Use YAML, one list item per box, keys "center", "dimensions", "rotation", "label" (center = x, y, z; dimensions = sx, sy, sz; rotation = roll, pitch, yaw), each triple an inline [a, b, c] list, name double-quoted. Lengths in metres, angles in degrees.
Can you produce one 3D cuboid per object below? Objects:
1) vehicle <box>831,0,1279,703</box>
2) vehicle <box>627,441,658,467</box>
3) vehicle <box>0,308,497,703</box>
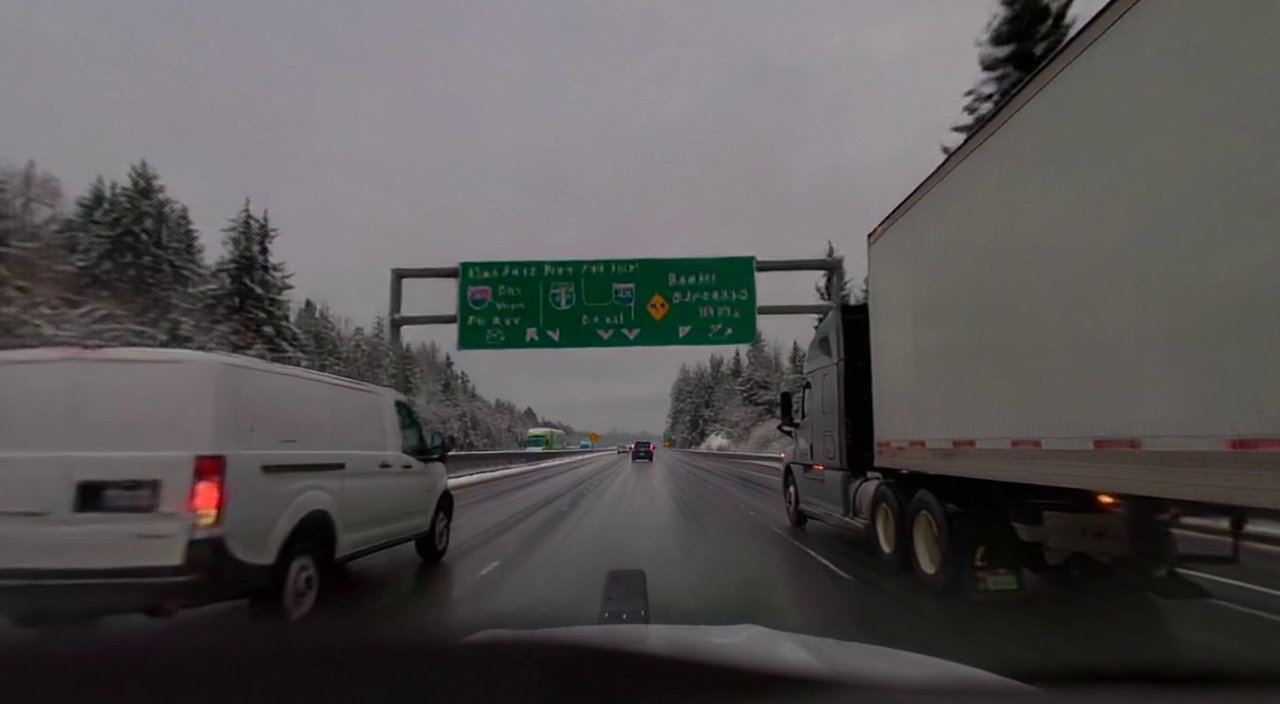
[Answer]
- center: [4.277, -0.418, 1.973]
  dimensions: [3.011, 4.028, 13.890]
  rotation: [0, -9, 0]
  label: "vehicle"
- center: [0.169, 7.087, 43.948]
  dimensions: [2.067, 1.690, 3.901]
  rotation: [0, -9, 0]
  label: "vehicle"
- center: [-3.289, 1.179, 5.861]
  dimensions: [2.572, 1.927, 5.803]
  rotation: [0, -9, 0]
  label: "vehicle"
